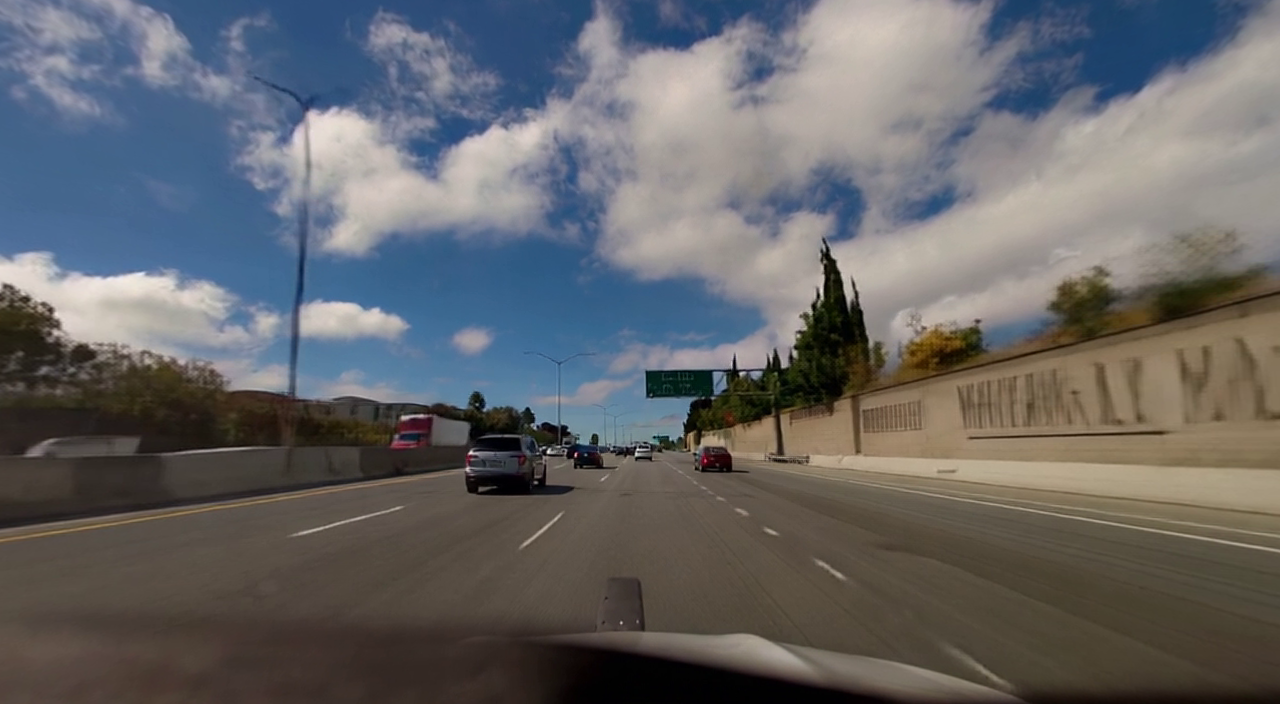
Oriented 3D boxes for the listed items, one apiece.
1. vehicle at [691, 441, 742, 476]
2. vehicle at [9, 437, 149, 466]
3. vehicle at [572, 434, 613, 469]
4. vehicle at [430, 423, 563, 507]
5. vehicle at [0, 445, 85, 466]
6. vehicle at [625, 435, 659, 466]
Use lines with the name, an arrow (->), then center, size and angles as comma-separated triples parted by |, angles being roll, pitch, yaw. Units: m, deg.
vehicle -> 4.117, 5.821, 34.689 | 2.224, 1.752, 4.487 | 1, -9, -1
vehicle -> -40.953, 7.287, 46.115 | 7.369, 1.939, 3.201 | 0, -9, 3
vehicle -> -3.146, 6.712, 42.666 | 2.378, 2.214, 4.352 | 0, -9, 0
vehicle -> -3.491, 2.907, 16.628 | 2.184, 1.819, 5.441 | 0, -9, 1
vehicle -> -38.670, 6.641, 40.433 | 4.193, 1.265, 1.917 | 0, -9, 1
vehicle -> 0.125, 7.638, 48.961 | 2.485, 2.215, 5.199 | 0, -9, 0
